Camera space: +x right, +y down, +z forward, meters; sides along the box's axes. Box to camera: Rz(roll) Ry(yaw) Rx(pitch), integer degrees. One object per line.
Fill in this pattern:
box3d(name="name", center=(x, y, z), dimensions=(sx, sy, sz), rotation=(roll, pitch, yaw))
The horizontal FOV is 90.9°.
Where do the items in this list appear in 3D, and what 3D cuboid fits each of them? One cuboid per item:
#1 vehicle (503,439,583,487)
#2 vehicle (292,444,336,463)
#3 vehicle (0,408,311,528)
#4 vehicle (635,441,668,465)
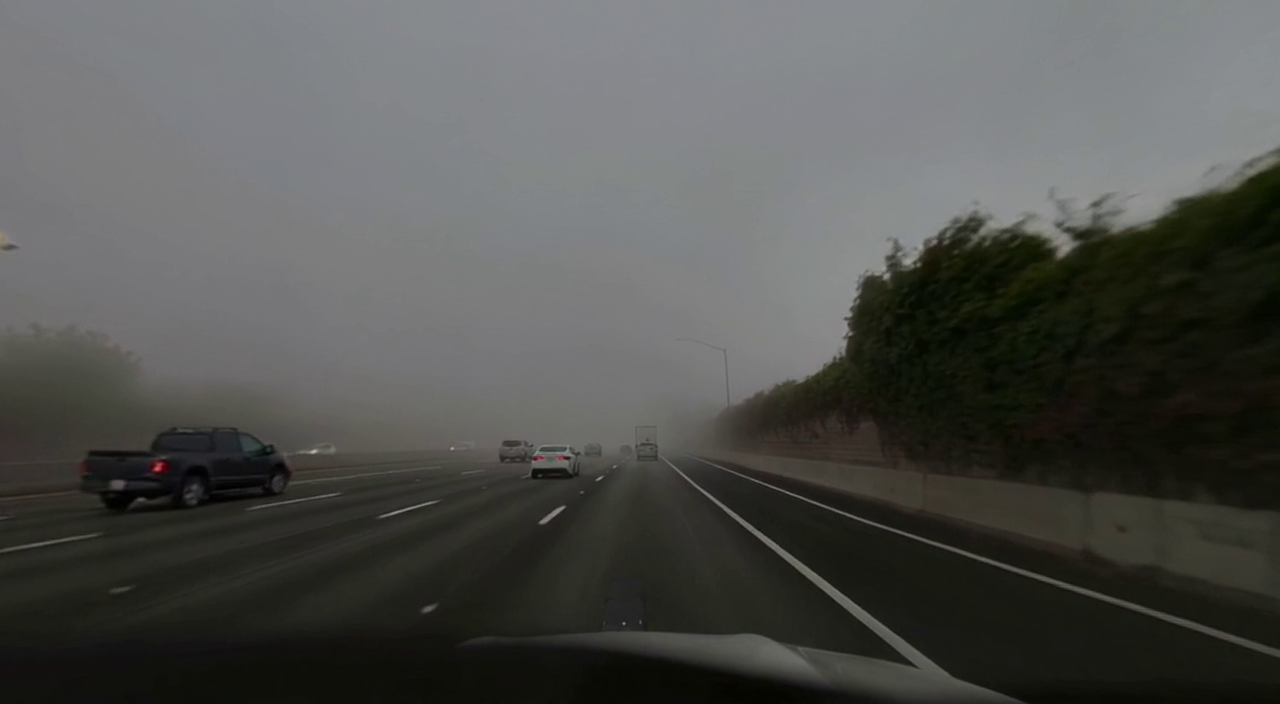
box3d(name="vehicle", center=(-3.197, 3.743, 21.630), dimensions=(2.056, 1.480, 4.022), rotation=(0, -8, 1))
box3d(name="vehicle", center=(-25.264, 7.844, 48.963), dimensions=(1.534, 1.418, 3.461), rotation=(-1, -8, 1))
box3d(name="vehicle", center=(-9.915, 2.405, 13.724), dimensions=(2.339, 2.018, 5.790), rotation=(0, -8, 0))
box3d(name="vehicle", center=(0.726, 6.633, 41.561), dimensions=(2.073, 1.480, 4.343), rotation=(0, -8, 0))
